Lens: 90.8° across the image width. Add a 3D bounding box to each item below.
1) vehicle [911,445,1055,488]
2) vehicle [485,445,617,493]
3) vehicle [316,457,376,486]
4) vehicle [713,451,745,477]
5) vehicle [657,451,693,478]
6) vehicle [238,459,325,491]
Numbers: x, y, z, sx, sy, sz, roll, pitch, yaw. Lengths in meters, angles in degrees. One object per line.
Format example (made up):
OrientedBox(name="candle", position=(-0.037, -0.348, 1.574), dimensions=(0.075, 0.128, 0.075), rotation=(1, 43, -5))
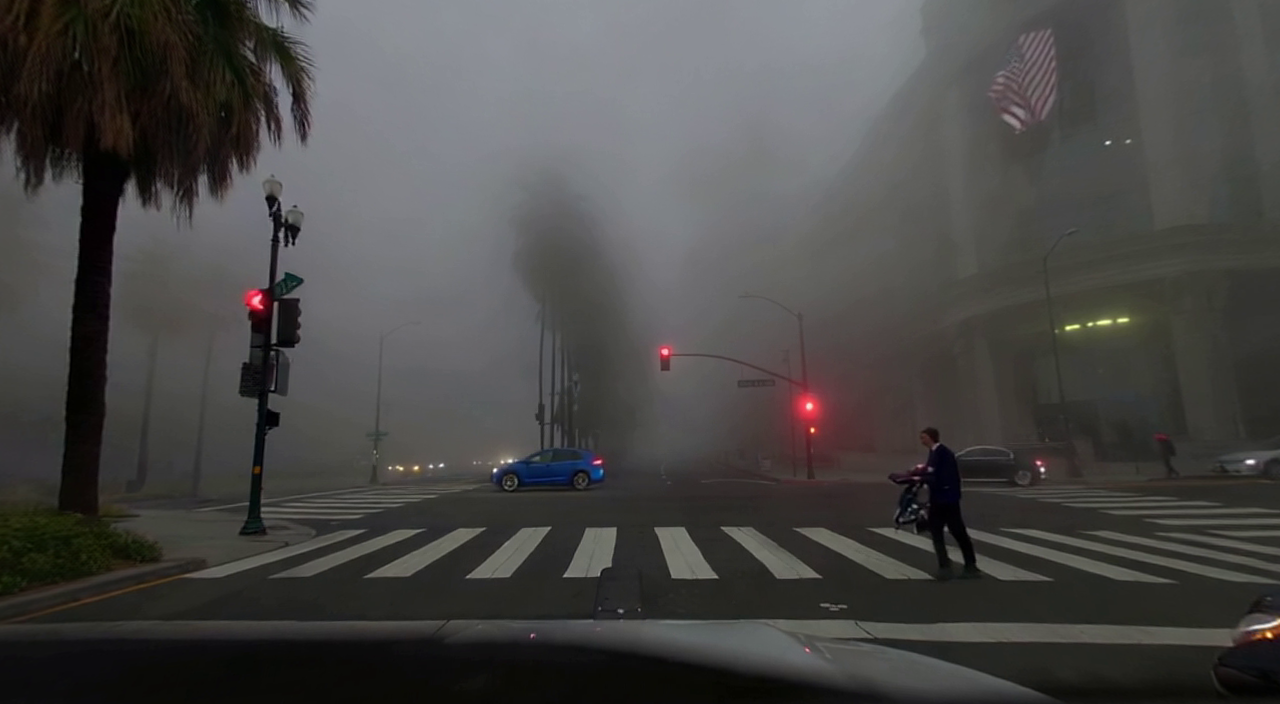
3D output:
OrientedBox(name="vehicle", position=(12.854, 4.310, 23.937), dimensions=(4.273, 1.525, 2.000), rotation=(-1, -9, 7))
OrientedBox(name="vehicle", position=(-3.114, 4.173, 22.800), dimensions=(4.499, 1.594, 1.898), rotation=(0, -9, -4))
OrientedBox(name="vehicle", position=(-20.077, 8.157, 43.389), dimensions=(2.043, 1.745, 4.420), rotation=(0, -8, -1))
OrientedBox(name="vehicle", position=(6.386, 8.042, 45.544), dimensions=(2.176, 1.690, 4.138), rotation=(-1, -9, 7))
OrientedBox(name="vehicle", position=(2.507, 8.228, 46.578), dimensions=(2.325, 1.810, 4.827), rotation=(0, -8, -1))
OrientedBox(name="vehicle", position=(-19.951, 6.860, 35.438), dimensions=(2.069, 1.540, 4.774), rotation=(0, -8, 0))
